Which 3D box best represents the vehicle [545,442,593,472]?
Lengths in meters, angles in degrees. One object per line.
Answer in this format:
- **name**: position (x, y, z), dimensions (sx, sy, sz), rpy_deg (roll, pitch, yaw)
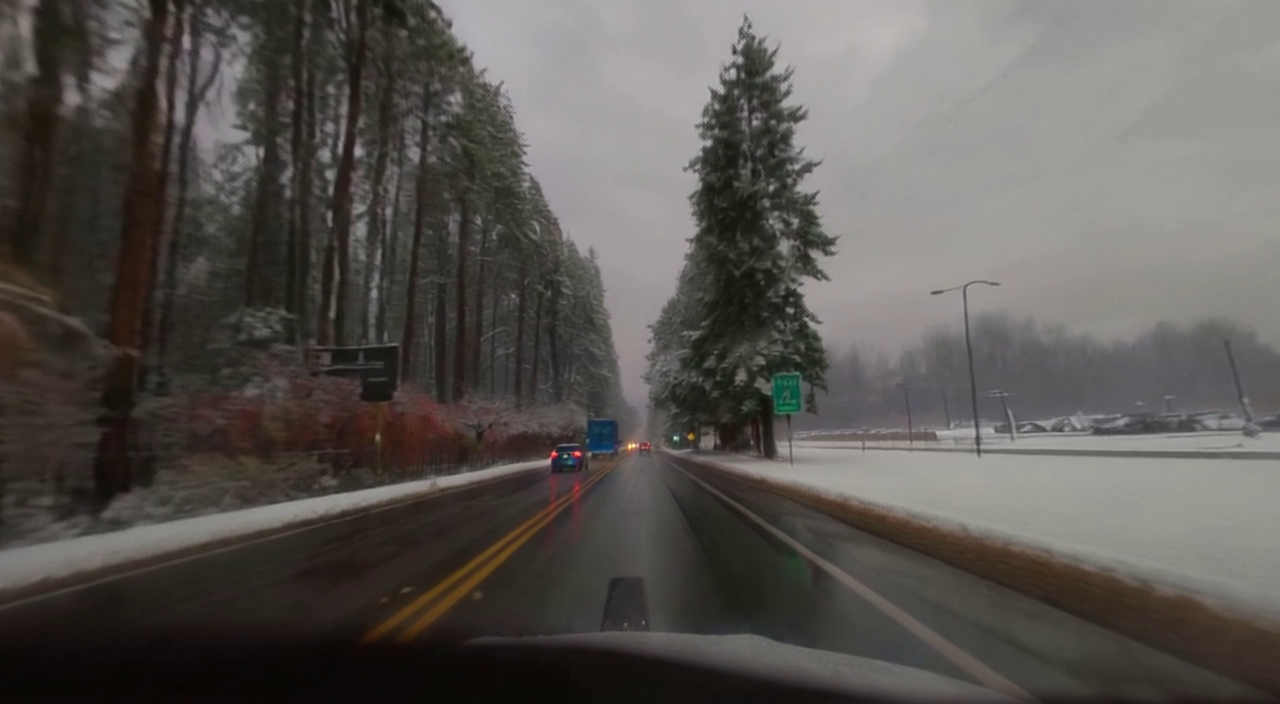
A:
- **vehicle**: position (-3.689, 5.543, 33.511), dimensions (2.005, 1.462, 4.345), rpy_deg (0, -8, 1)
